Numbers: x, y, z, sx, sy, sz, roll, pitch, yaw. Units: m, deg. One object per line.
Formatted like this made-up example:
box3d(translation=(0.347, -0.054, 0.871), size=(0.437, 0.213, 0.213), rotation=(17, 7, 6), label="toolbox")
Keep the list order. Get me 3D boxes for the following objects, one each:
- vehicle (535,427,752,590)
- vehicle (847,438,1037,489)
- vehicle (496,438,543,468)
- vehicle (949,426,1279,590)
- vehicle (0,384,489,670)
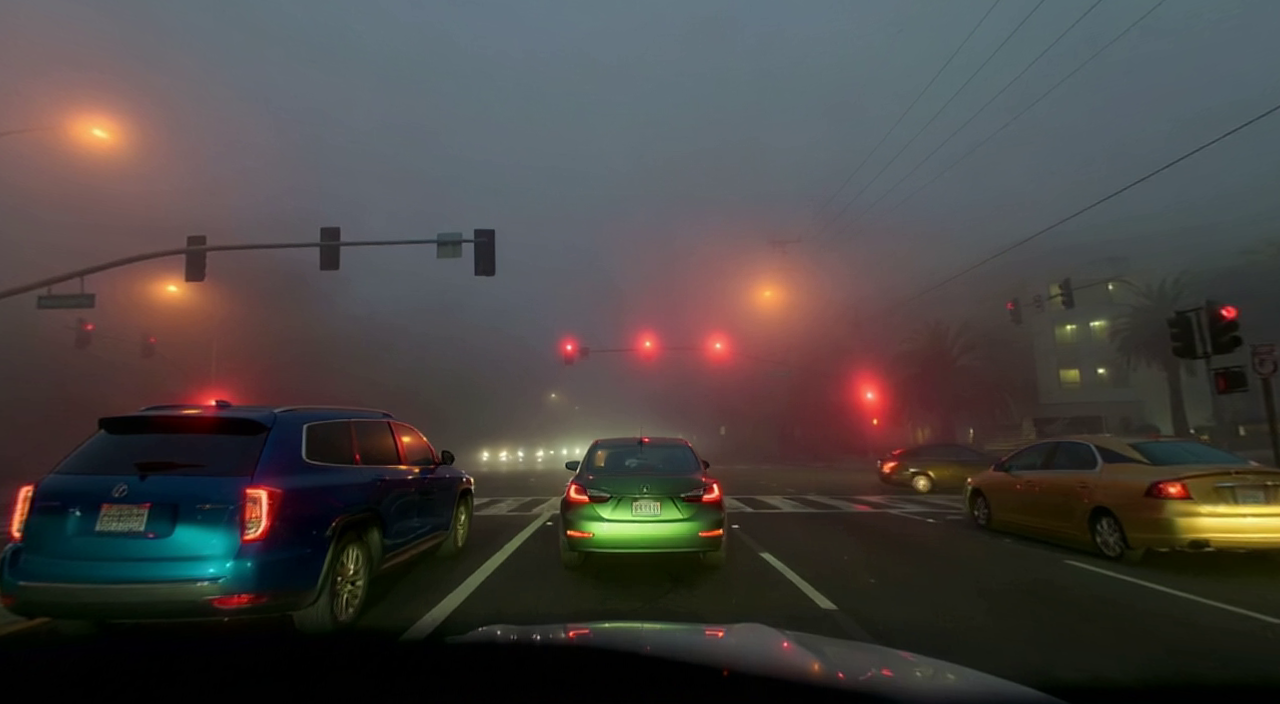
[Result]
box3d(translation=(0.001, 1.704, 7.722), size=(1.942, 1.445, 3.973), rotation=(0, -8, -1), label="vehicle")
box3d(translation=(9.214, 3.429, 19.586), size=(4.891, 1.477, 1.910), rotation=(0, -8, 0), label="vehicle")
box3d(translation=(-7.935, 6.689, 42.028), size=(2.130, 1.810, 4.450), rotation=(-2, -8, 2), label="vehicle")
box3d(translation=(6.088, 1.761, 8.083), size=(1.970, 1.489, 4.482), rotation=(0, -8, -1), label="vehicle")
box3d(translation=(-3.102, 1.369, 6.071), size=(2.051, 1.682, 4.467), rotation=(0, -8, 2), label="vehicle")
